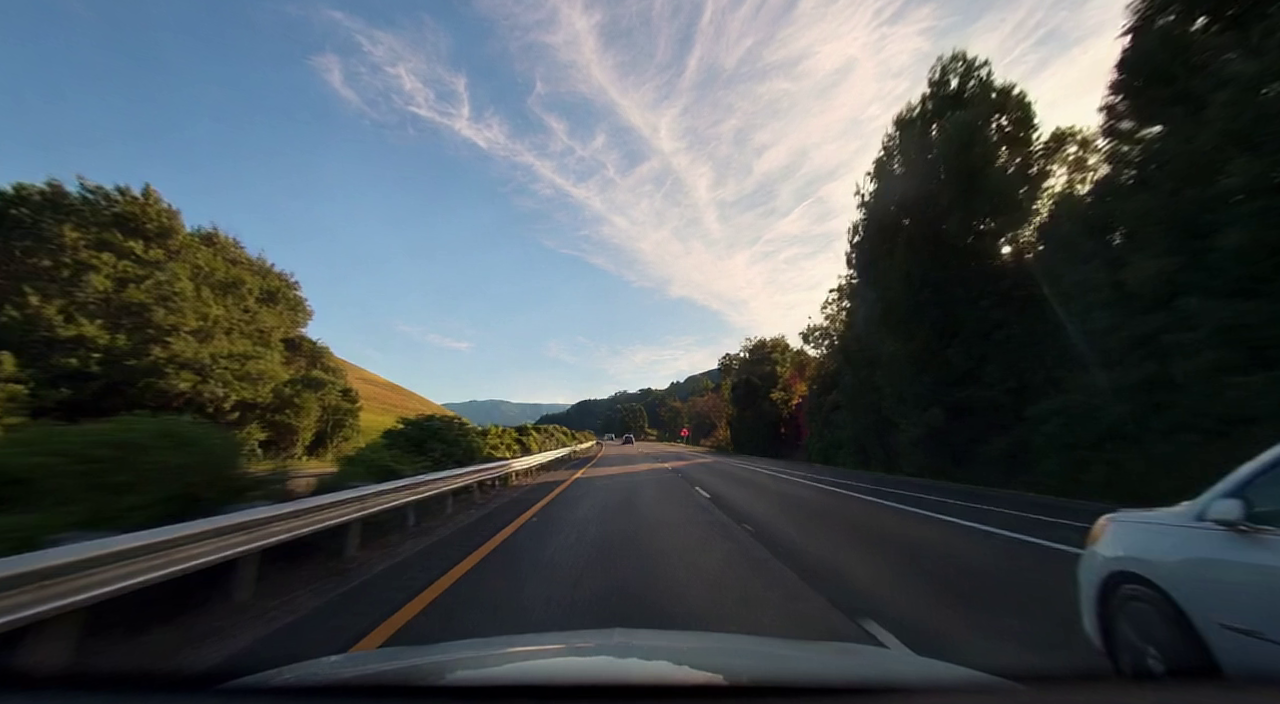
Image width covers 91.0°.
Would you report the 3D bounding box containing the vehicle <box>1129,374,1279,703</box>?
[{"bbox_3d":[3.432,0.652,0.935,2.052,1.545,4.124,0,-8,0],"label":"vehicle"}]
